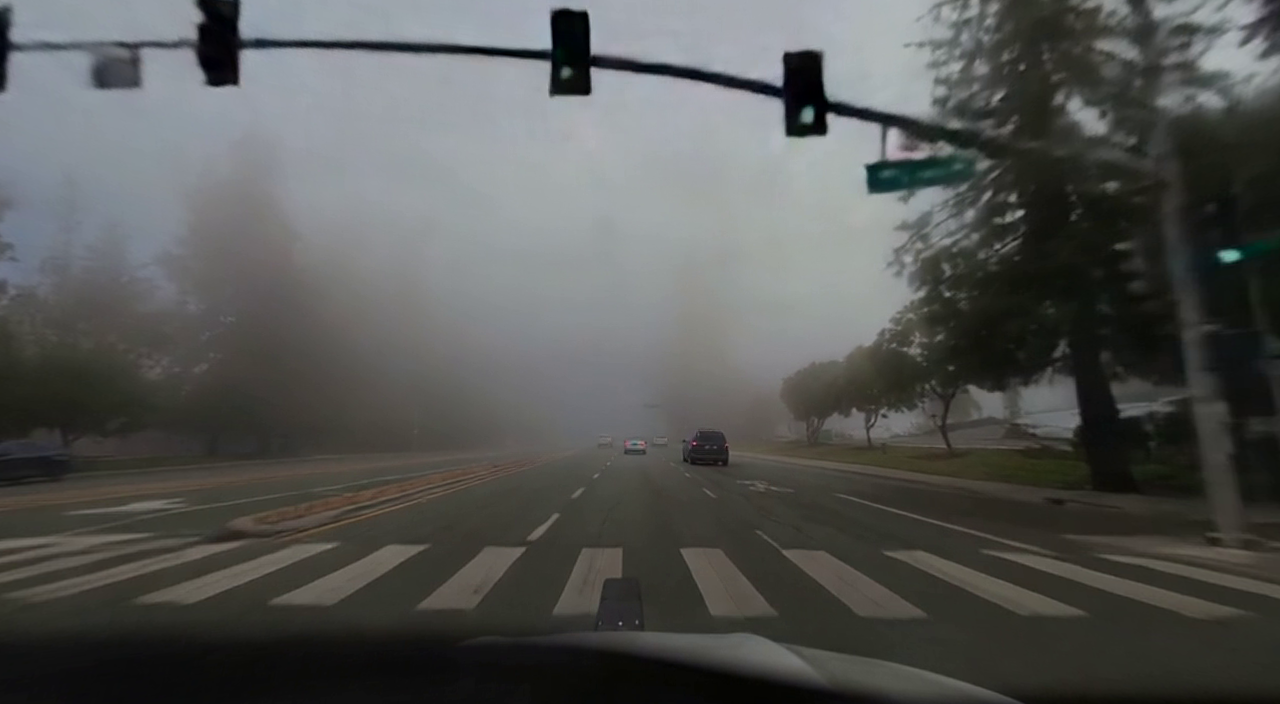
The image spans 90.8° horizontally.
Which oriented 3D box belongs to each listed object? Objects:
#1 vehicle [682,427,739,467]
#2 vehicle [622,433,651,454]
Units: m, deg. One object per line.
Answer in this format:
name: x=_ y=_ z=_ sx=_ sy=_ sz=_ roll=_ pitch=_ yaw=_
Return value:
vehicle: x=3.313 y=4.603 z=30.562 sx=2.181 sy=1.781 sz=4.257 roll=0 pitch=-8 yaw=-1
vehicle: x=-0.271 y=6.664 z=45.773 sx=2.039 sy=1.455 sz=3.826 roll=0 pitch=-8 yaw=-1
